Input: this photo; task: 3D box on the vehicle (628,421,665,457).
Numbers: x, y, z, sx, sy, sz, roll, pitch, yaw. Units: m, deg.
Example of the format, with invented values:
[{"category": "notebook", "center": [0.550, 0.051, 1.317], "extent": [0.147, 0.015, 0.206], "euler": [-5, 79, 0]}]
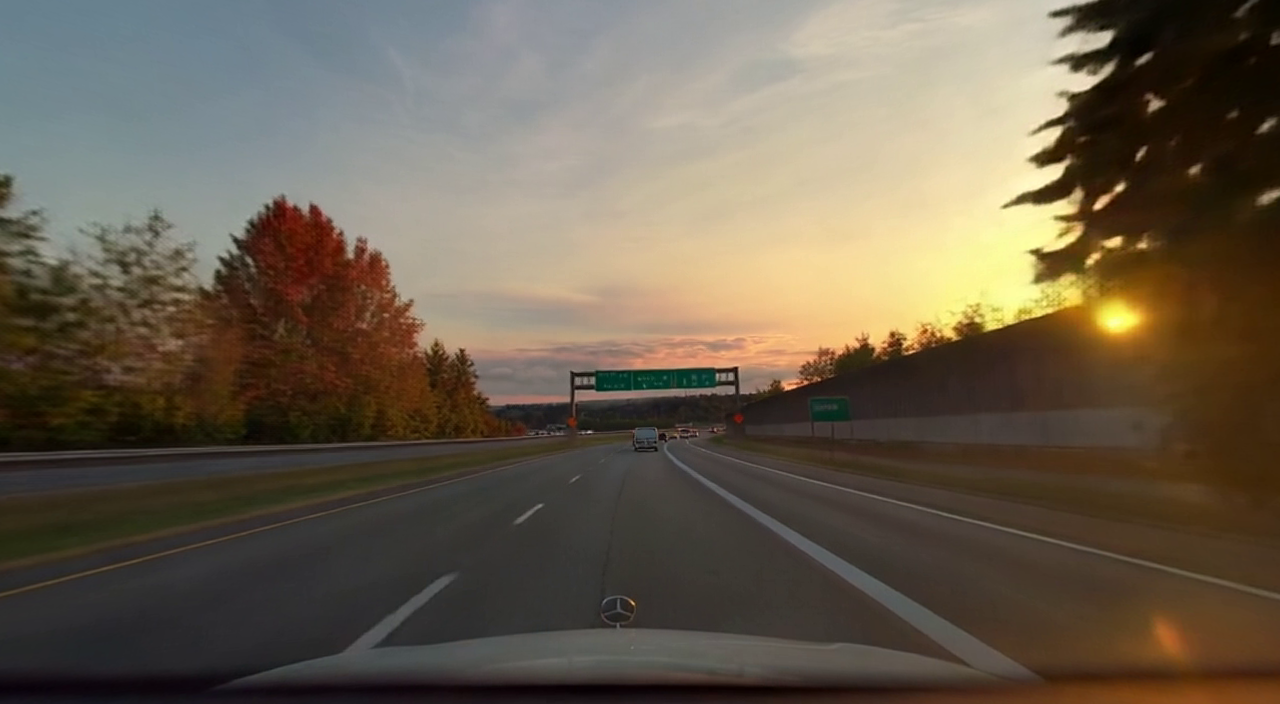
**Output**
[{"category": "vehicle", "center": [0.441, 6.109, 44.161], "extent": [2.450, 2.314, 4.753], "euler": [0, -8, 0]}]
